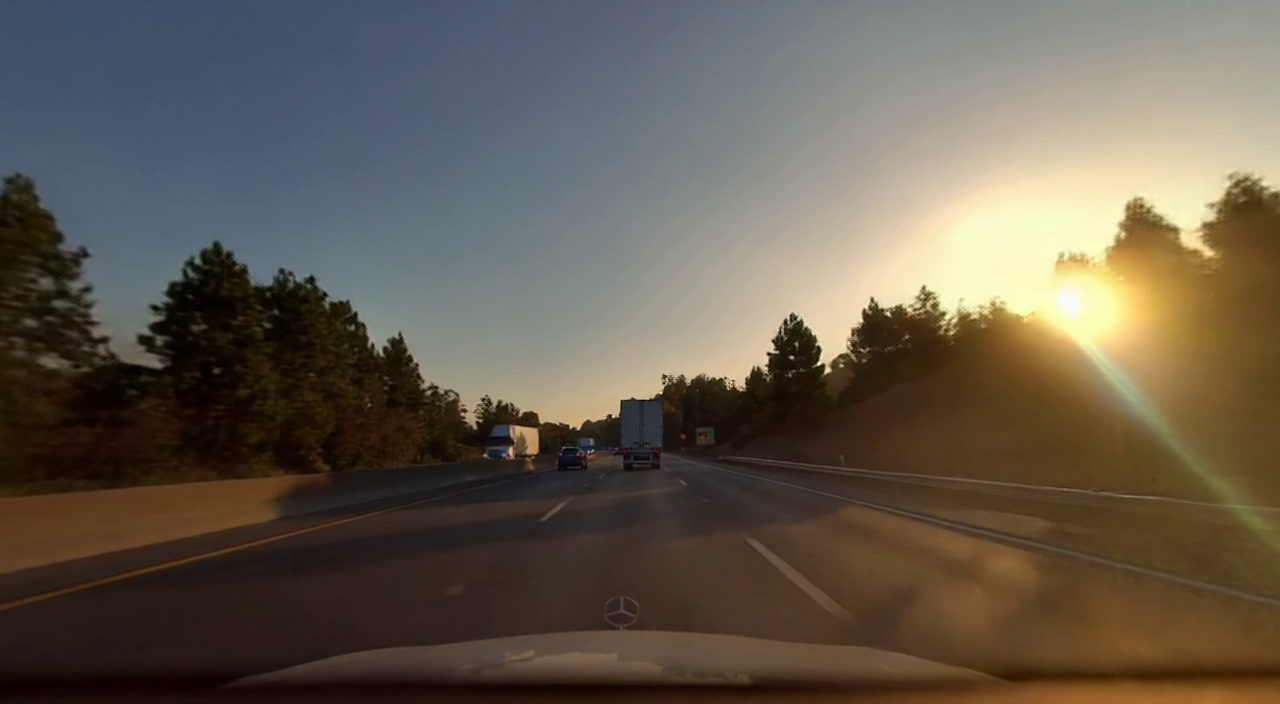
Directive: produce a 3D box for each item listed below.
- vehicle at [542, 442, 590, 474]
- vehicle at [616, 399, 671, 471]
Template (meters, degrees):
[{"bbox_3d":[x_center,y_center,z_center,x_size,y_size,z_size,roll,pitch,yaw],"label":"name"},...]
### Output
[{"bbox_3d":[-3.992,5.810,34.609,2.112,1.645,4.129,0,-9,0],"label":"vehicle"},{"bbox_3d":[0.164,5.590,41.328,3.100,4.091,10.664,0,-9,0],"label":"vehicle"}]
